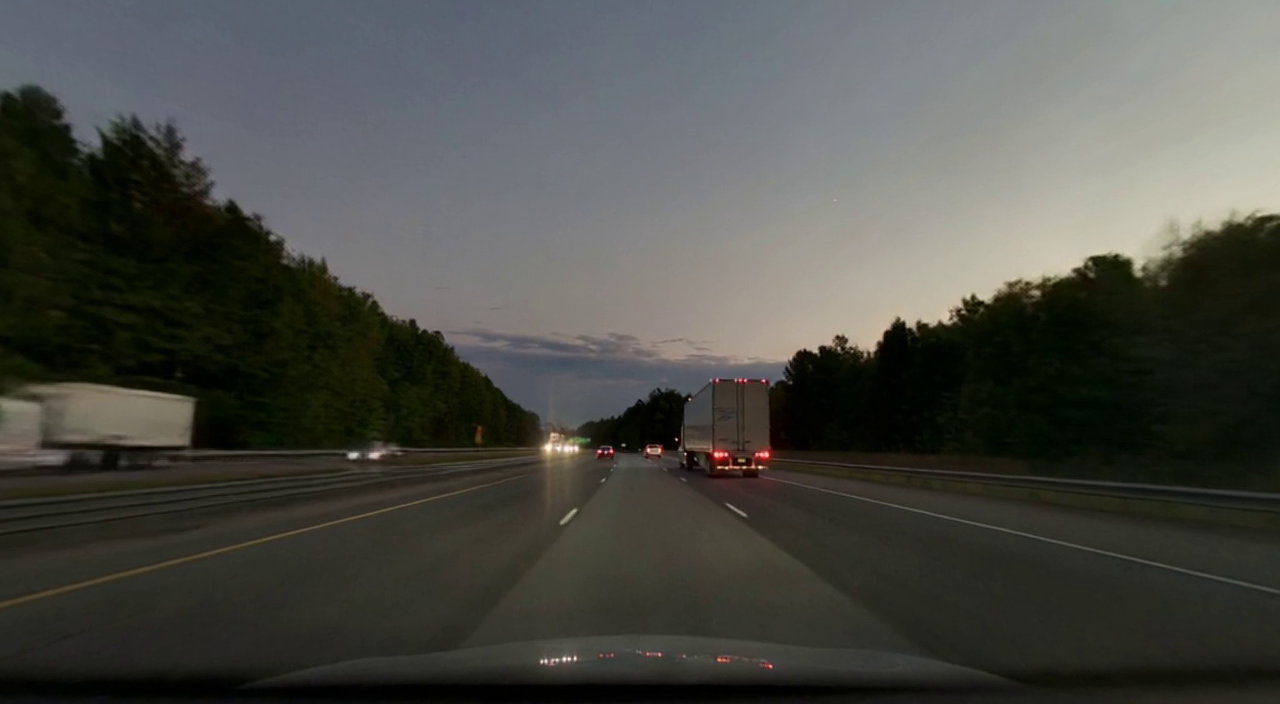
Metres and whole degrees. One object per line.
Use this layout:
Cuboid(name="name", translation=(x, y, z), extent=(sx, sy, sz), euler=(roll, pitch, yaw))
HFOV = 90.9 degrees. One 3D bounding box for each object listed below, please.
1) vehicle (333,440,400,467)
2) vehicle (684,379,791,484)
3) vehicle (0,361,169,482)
Cuboid(name="vehicle", translation=(-15.773, 5.896, 36.616), extent=(1.865, 1.464, 4.619), euler=(0, -9, -1))
Cuboid(name="vehicle", translation=(4.193, 4.077, 30.902), extent=(2.950, 4.033, 13.276), euler=(0, -9, -1))
Cuboid(name="vehicle", translation=(-19.392, 2.336, 20.163), extent=(2.679, 3.356, 7.493), euler=(0, -9, 0))
